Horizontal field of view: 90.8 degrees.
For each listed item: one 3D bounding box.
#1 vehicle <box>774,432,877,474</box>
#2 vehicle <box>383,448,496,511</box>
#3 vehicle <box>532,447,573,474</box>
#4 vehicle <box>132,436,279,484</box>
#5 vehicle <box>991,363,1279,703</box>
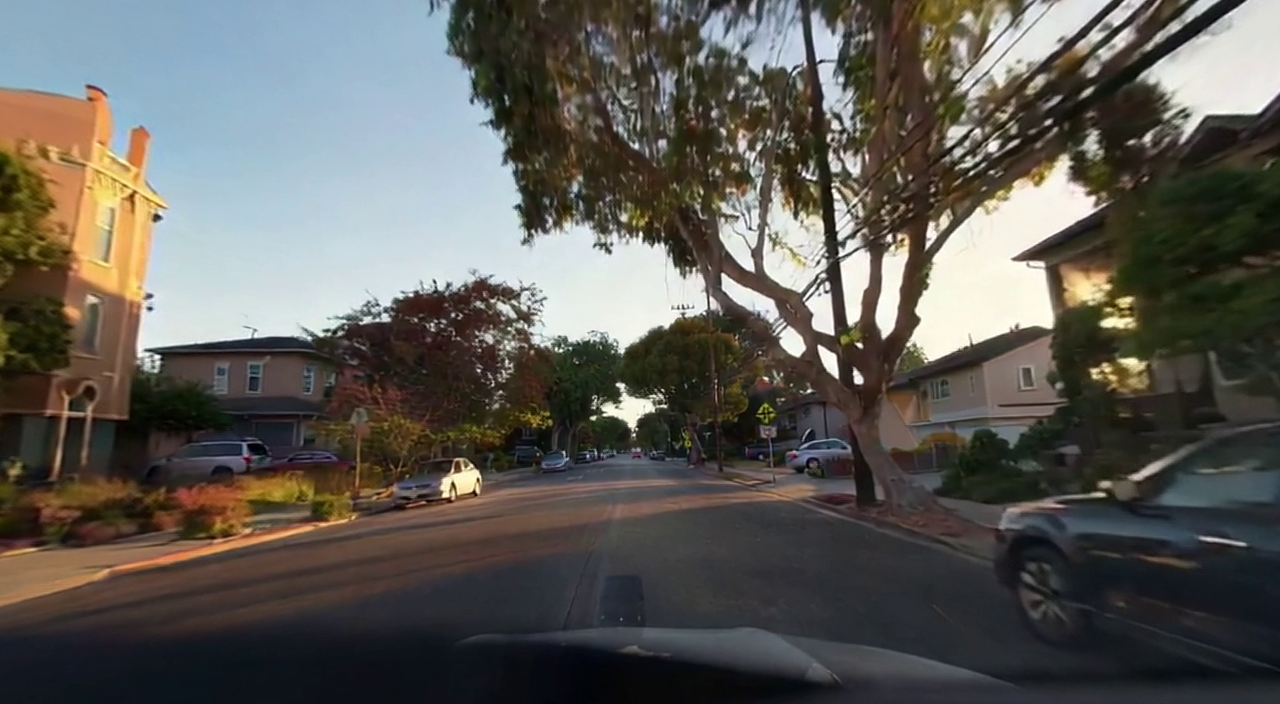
[{"bbox_3d":[10.114,5.534,34.701,4.822,1.864,2.100,-3,-8,-5],"label":"vehicle"},{"bbox_3d":[-6.156,3.920,19.977,2.022,1.550,4.669,-4,-8,0],"label":"vehicle"},{"bbox_3d":[-6.341,7.943,46.414,2.162,1.757,5.201,-2,-9,1],"label":"vehicle"},{"bbox_3d":[-17.119,4.249,25.138,4.123,1.787,2.194,1,-9,-8],"label":"vehicle"},{"bbox_3d":[3.701,0.886,2.381,2.091,1.731,4.410,0,-9,-2],"label":"vehicle"}]
